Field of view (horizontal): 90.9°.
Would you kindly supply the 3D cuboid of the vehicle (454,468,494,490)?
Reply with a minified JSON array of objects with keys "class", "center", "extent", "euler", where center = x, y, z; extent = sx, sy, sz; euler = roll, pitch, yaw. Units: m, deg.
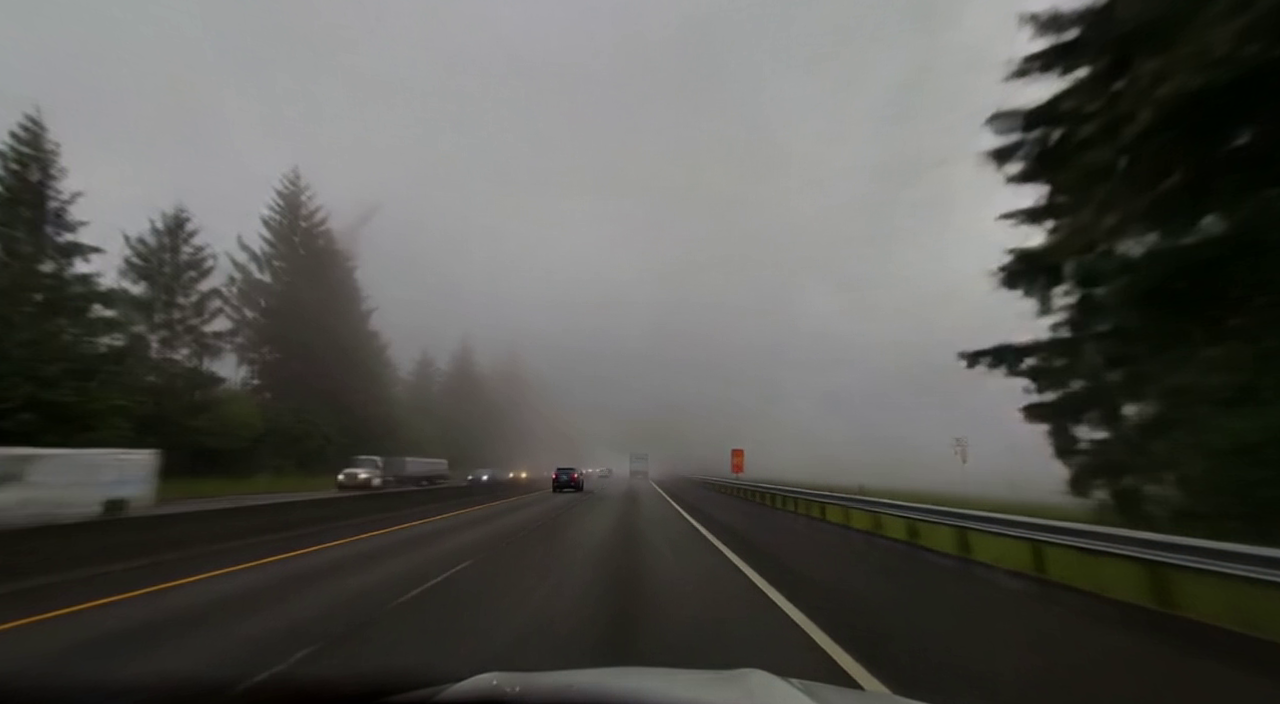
[{"class":"vehicle","center":[-12.405,9.525,47.418],"extent":[1.844,1.561,4.103],"euler":[1,-11,0]}]

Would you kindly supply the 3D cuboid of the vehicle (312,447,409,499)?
[{"class":"vehicle","center":[-16.486,7.252,37.879],"extent":[2.254,2.753,7.758],"euler":[1,-11,0]}]

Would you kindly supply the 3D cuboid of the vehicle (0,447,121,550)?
[{"class":"vehicle","center":[-12.488,2.589,11.178],"extent":[2.064,1.818,5.180],"euler":[1,-11,0]}]

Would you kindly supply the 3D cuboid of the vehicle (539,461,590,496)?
[{"class":"vehicle","center":[-3.975,6.742,33.793],"extent":[2.124,1.705,4.440],"euler":[0,-11,1]}]
